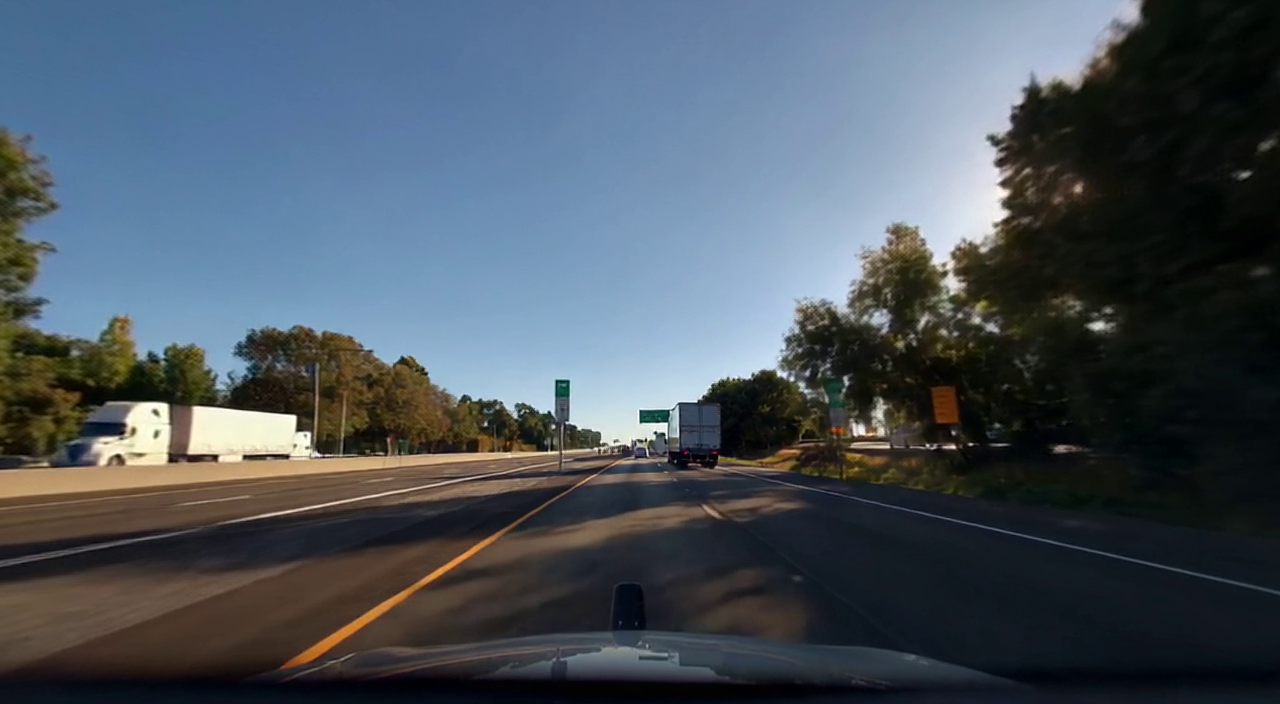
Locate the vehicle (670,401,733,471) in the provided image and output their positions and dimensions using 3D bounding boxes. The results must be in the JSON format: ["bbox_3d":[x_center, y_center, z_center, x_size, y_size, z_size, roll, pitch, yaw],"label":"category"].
[{"bbox_3d":[3.959,5.990,43.870,3.185,4.154,12.638,0,-9,0],"label":"vehicle"}]

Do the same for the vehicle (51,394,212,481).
[{"bbox_3d":[-26.205,4.522,32.907,3.038,4.079,6.098,0,-9,1],"label":"vehicle"}]
